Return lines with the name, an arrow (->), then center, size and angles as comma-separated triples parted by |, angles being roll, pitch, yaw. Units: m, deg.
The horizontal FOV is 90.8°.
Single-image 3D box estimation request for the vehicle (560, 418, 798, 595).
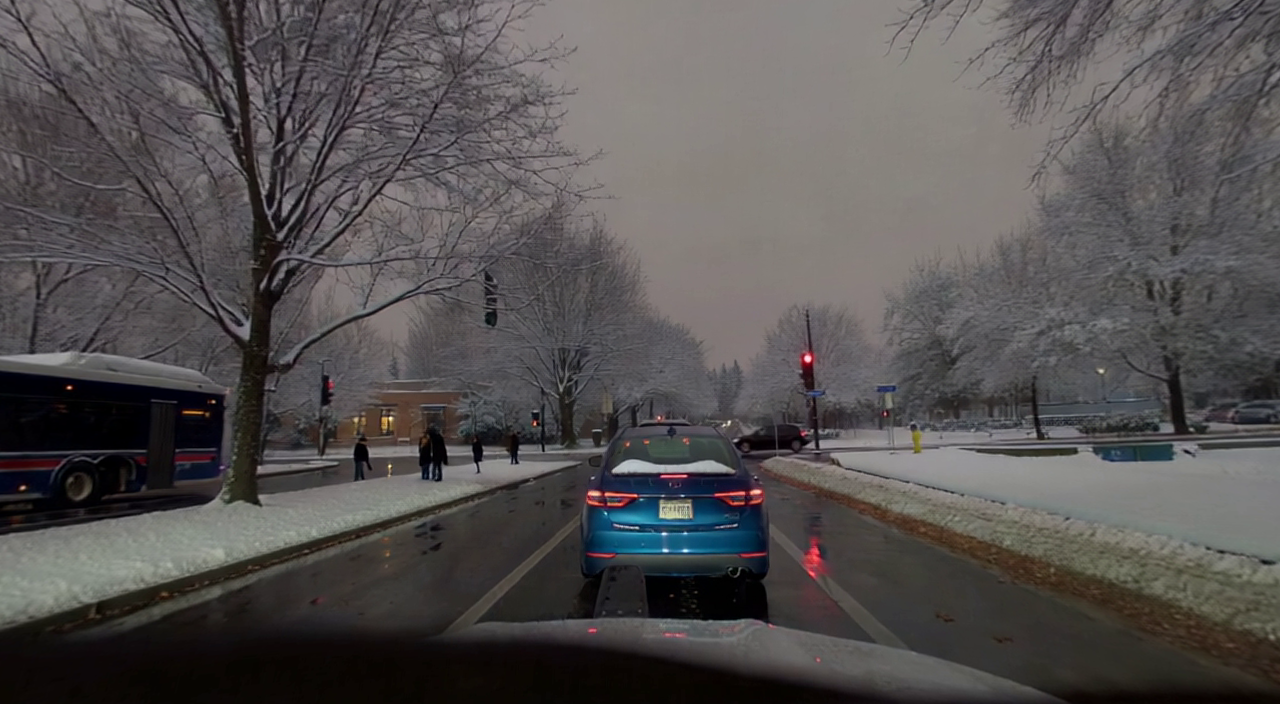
vehicle -> 0.371, 1.612, 7.393 | 2.035, 1.499, 3.799 | 0, -8, 1
